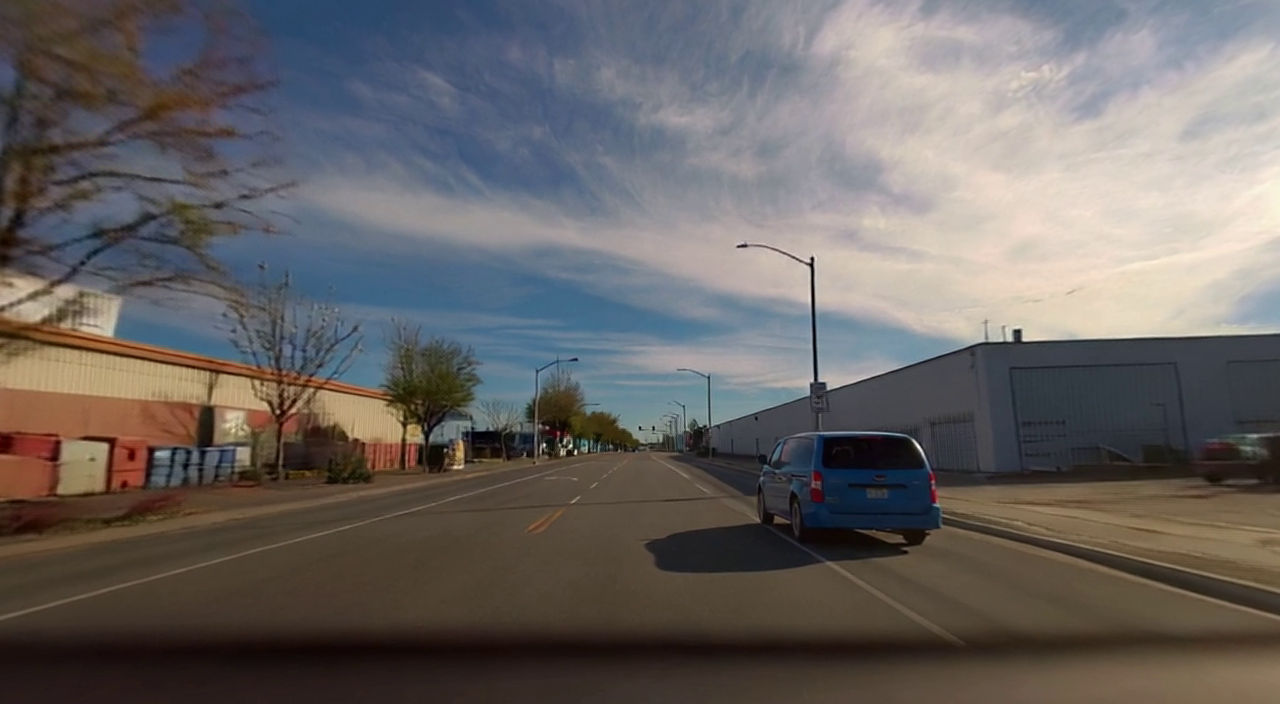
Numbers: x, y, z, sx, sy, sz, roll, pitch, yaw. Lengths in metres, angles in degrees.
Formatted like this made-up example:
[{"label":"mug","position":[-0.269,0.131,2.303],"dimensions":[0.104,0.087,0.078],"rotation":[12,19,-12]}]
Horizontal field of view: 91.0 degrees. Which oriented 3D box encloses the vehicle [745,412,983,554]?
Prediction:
[{"label":"vehicle","position":[3.315,2.060,10.649],"dimensions":[2.202,1.822,4.826],"rotation":[0,-8,-1]}]
